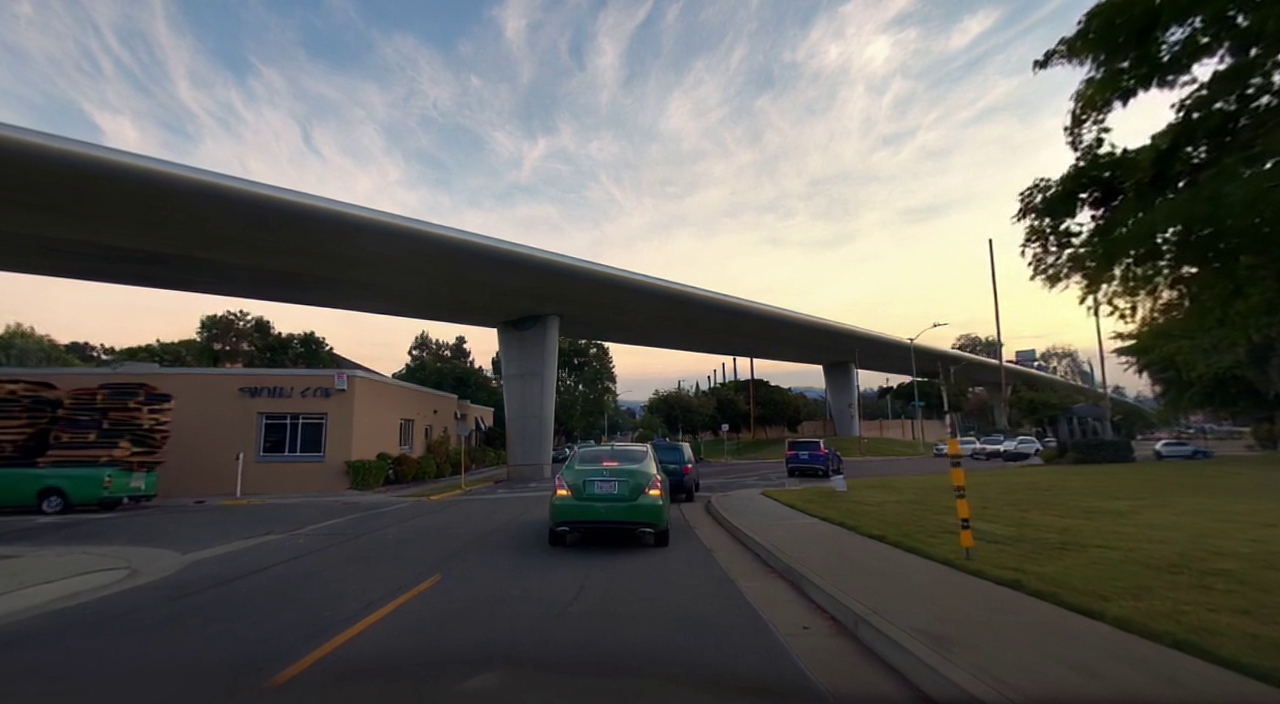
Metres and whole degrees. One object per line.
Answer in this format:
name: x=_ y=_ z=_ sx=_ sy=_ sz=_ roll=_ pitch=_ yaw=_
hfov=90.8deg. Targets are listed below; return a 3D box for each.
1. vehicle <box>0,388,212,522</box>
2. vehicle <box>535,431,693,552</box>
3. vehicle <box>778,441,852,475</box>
vehicle: x=-13.547 y=2.344 z=14.545 sx=5.356 sy=2.762 sz=2.644 roll=0 pitch=-9 yaw=0
vehicle: x=-0.278 y=2.208 z=10.749 sx=2.087 sy=1.578 sz=4.652 roll=0 pitch=-9 yaw=2
vehicle: x=10.094 y=6.038 z=36.289 sx=4.425 sy=1.828 sz=2.032 roll=8 pitch=-12 yaw=-43
